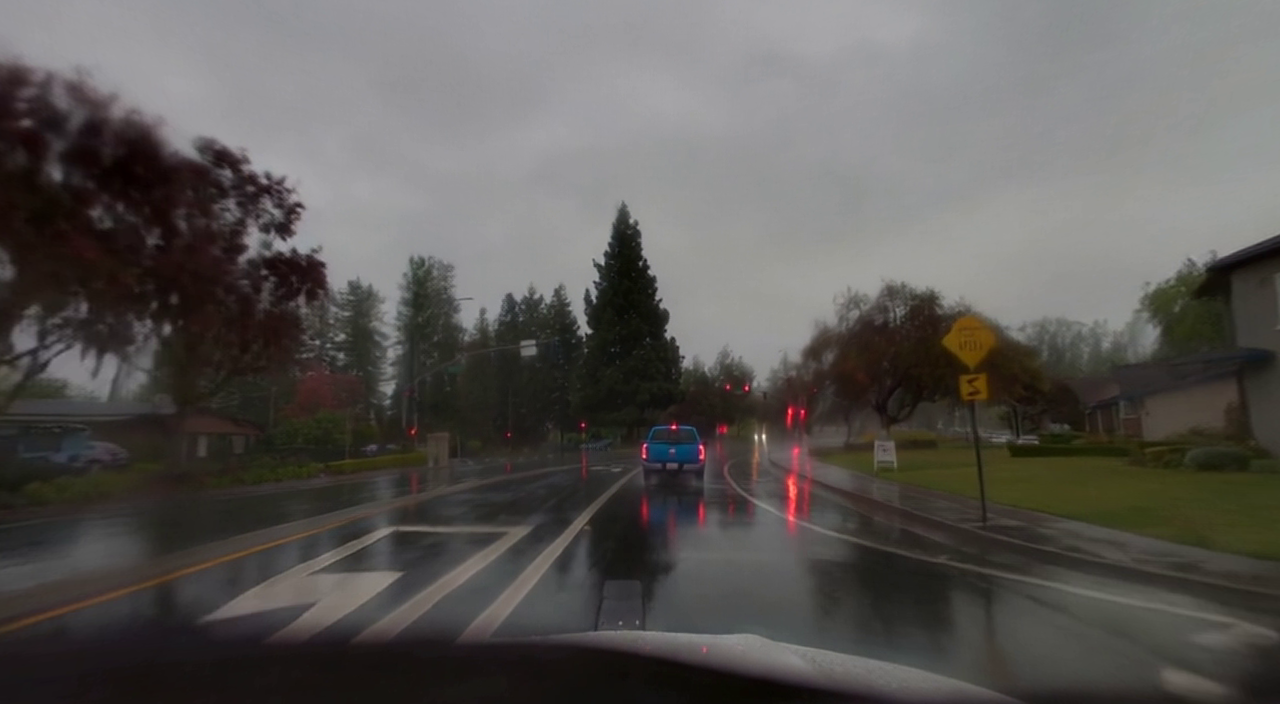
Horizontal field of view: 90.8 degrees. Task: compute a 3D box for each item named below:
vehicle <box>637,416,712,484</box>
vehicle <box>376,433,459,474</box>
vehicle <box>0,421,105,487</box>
[{"bbox_3d":[1.182,3.146,20.557,2.153,1.942,4.767,-1,-8,5],"label":"vehicle"},{"bbox_3d":[-11.405,5.199,32.768,2.053,1.822,4.852,-2,-6,7],"label":"vehicle"},{"bbox_3d":[-21.336,3.426,20.778,5.208,1.960,2.385,-3,-8,-3],"label":"vehicle"}]
